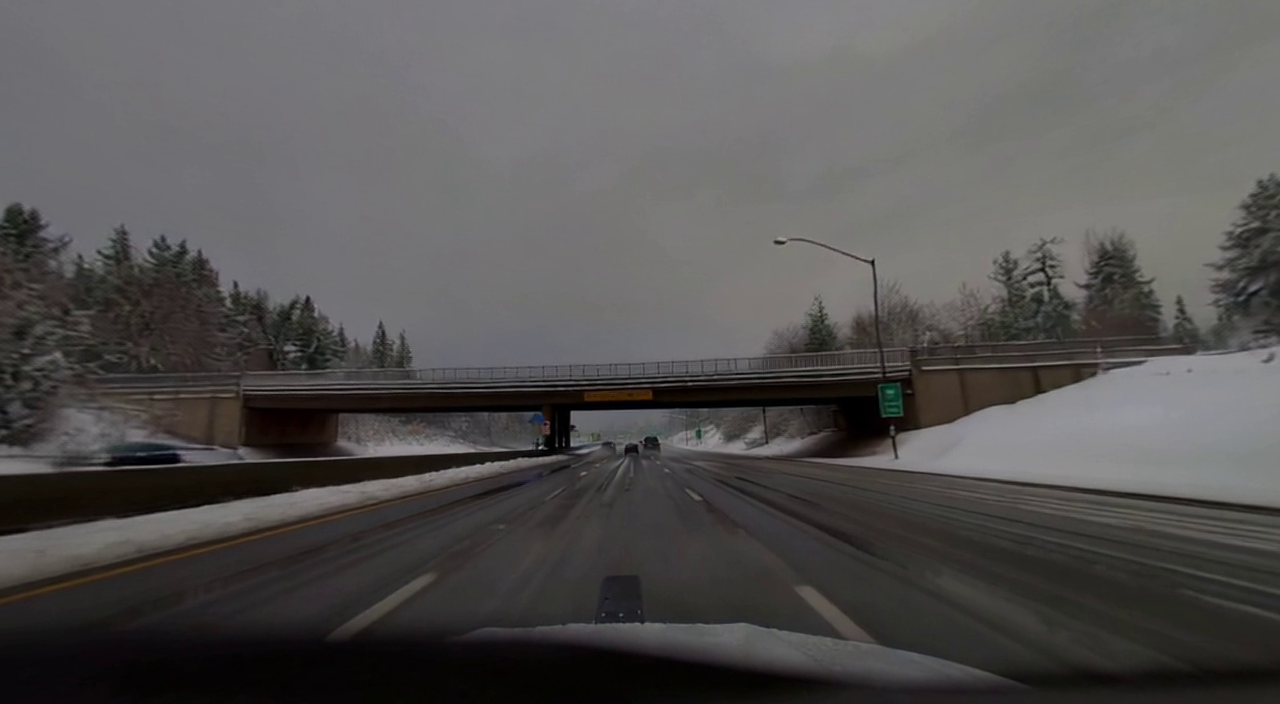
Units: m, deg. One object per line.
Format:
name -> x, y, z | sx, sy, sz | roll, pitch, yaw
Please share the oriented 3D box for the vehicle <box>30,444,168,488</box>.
vehicle -> -24.717, 5.160, 29.152 | 2.086, 1.815, 4.806 | 0, -8, 0
